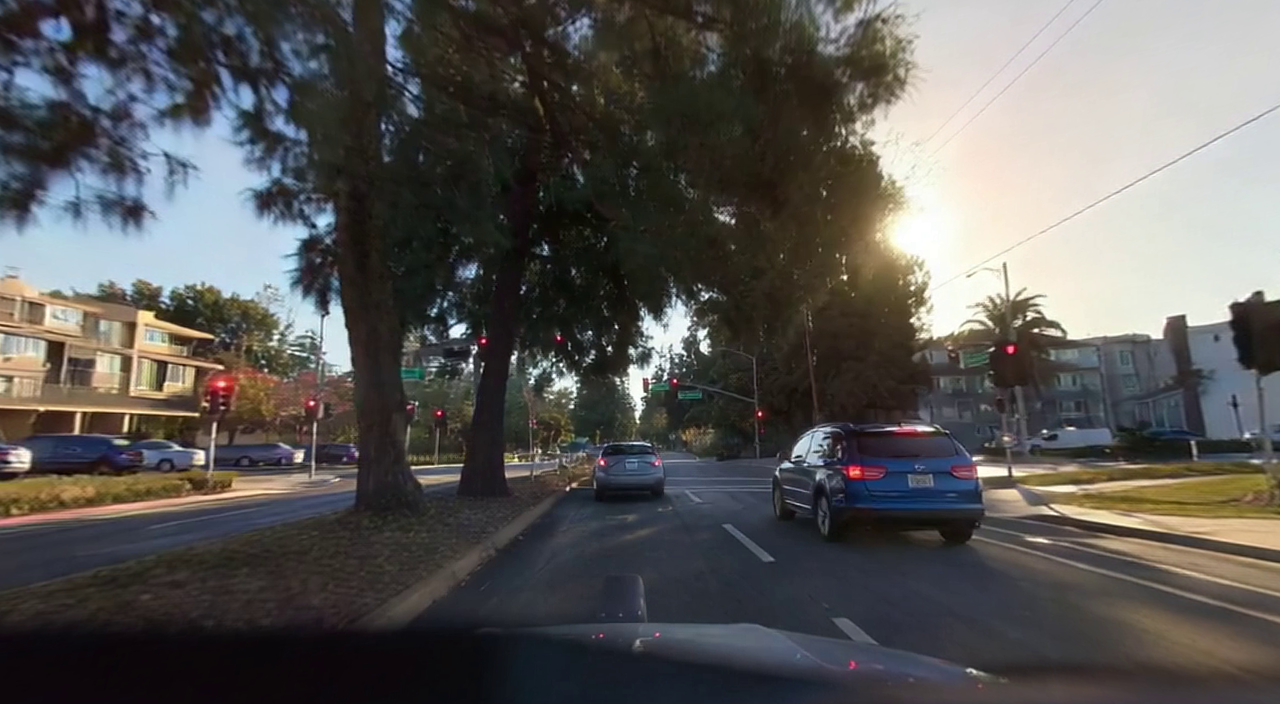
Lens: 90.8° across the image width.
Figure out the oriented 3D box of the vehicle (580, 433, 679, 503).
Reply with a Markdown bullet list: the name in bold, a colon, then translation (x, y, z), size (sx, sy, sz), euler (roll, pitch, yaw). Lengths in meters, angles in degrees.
- **vehicle**: translation (-0.232, 2.895, 16.267), size (2.177, 1.512, 4.682), euler (0, -8, 0)

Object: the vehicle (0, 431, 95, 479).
- **vehicle**: translation (-28.745, 4.761, 29.151), size (4.957, 2.108, 2.246), euler (4, -10, -29)

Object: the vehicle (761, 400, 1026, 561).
- **vehicle**: translation (3.232, 1.747, 9.254), size (2.046, 1.768, 4.370), euler (0, -9, 0)

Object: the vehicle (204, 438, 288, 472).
- **vehicle**: translation (-28.642, 7.445, 45.949), size (4.943, 2.110, 2.217), euler (3, -11, -37)
